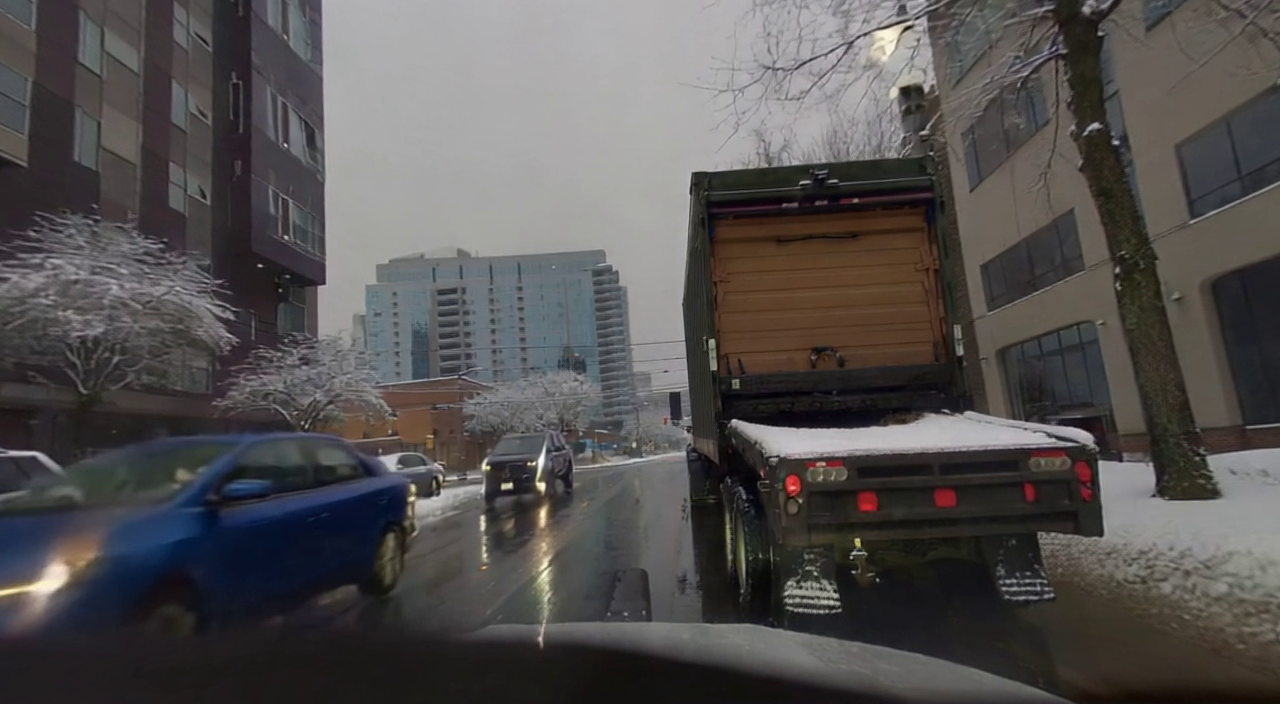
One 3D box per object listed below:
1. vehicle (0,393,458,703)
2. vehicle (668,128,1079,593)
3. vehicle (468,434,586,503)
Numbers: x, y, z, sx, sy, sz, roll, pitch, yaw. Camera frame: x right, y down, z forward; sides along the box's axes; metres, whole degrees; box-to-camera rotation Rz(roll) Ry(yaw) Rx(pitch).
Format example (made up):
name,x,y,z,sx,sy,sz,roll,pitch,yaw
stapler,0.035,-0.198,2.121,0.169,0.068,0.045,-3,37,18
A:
name,x,y,z,sx,sy,sz,roll,pitch,yaw
vehicle,-3.161,1.250,4.493,2.183,1.563,4.257,-1,-8,4
vehicle,2.506,0.821,11.265,3.320,4.034,11.553,-1,-8,6
vehicle,-2.935,3.158,17.590,2.311,1.631,4.510,0,-8,2
